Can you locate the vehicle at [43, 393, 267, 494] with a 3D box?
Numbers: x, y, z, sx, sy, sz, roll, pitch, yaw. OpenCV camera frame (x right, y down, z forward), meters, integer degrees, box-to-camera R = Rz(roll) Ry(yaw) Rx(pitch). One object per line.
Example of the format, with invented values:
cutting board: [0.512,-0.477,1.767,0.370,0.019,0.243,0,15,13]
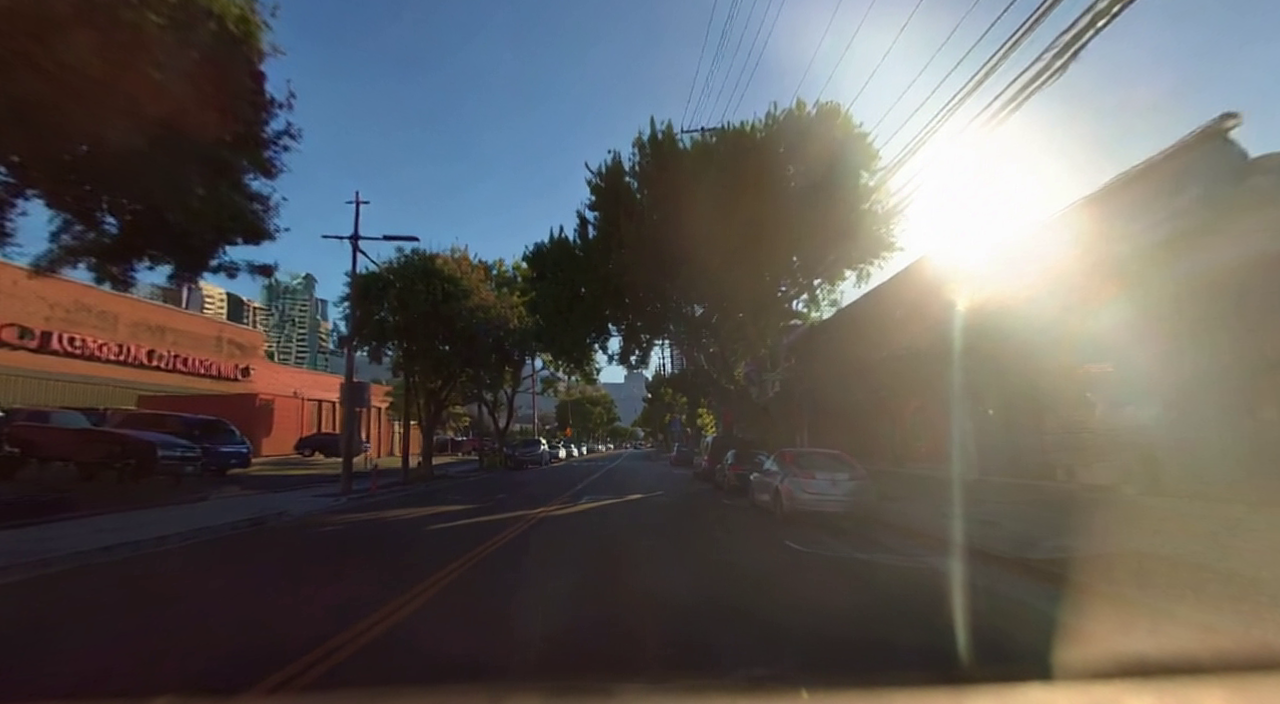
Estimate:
vehicle: [-15.466,2.961,20.901,2.715,2.789,6.225,0,-7,-4]

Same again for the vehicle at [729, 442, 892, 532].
vehicle: [2.986,2.414,11.981,1.877,1.373,3.854,0,-8,-2]
